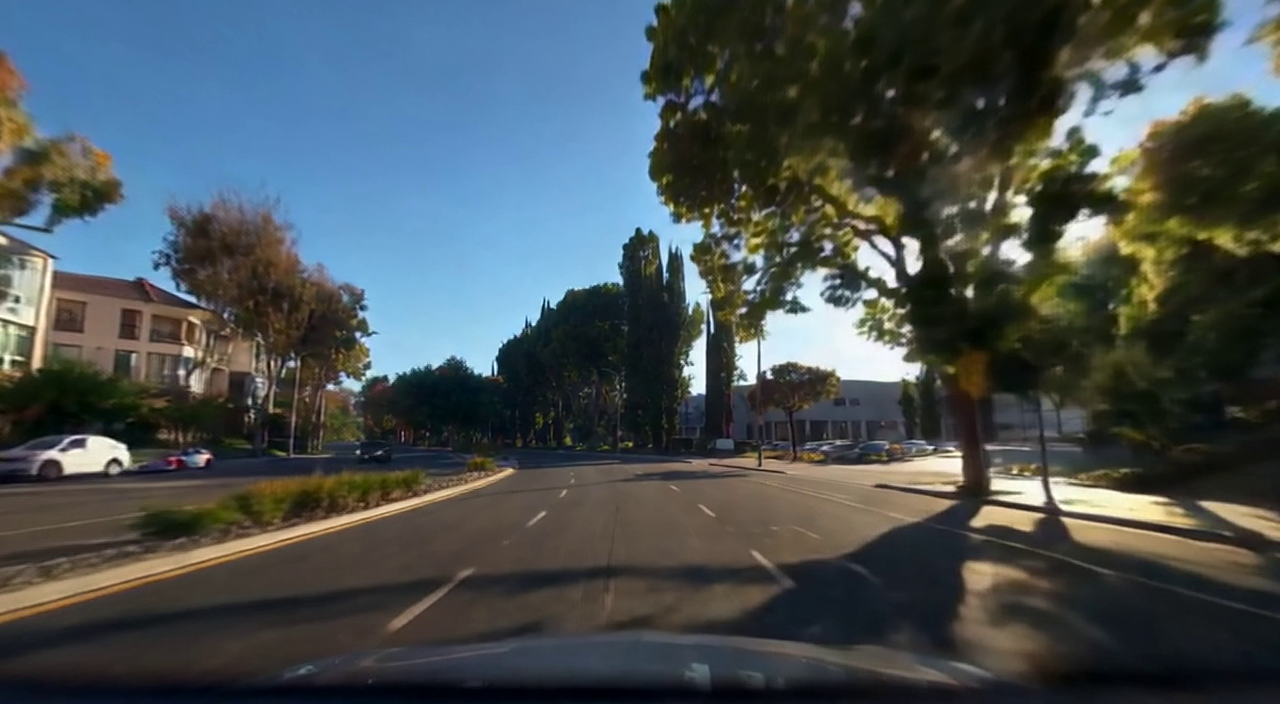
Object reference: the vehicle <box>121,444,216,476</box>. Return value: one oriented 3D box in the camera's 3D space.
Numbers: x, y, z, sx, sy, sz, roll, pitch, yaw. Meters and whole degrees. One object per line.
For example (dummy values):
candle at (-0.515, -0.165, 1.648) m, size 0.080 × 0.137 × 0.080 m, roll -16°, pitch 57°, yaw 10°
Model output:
vehicle at (-23.236, 5.296, 31.274) m, size 1.844 × 1.452 × 4.362 m, roll 1°, pitch -8°, yaw -8°

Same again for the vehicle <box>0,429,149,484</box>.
vehicle at (-22.392, 4.077, 24.942) m, size 2.387 × 1.951 × 4.827 m, roll 1°, pitch -8°, yaw -7°

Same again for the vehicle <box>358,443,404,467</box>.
vehicle at (-17.644, 6.994, 43.062) m, size 1.987 × 1.489 × 4.389 m, roll 1°, pitch -9°, yaw -11°
